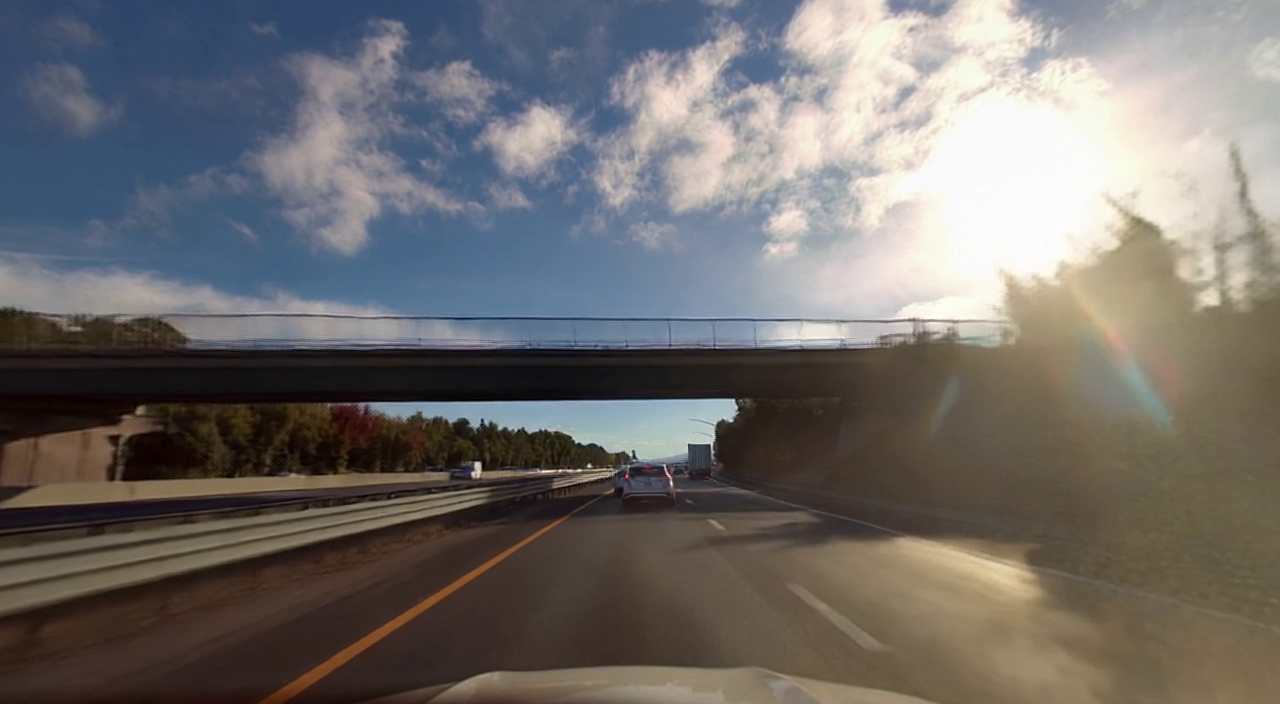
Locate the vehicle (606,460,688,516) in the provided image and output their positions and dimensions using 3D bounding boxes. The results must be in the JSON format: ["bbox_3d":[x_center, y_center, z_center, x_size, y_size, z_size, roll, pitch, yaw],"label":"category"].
[{"bbox_3d":[0.187,3.958,18.551,2.156,1.444,3.762,1,-10,0],"label":"vehicle"}]
